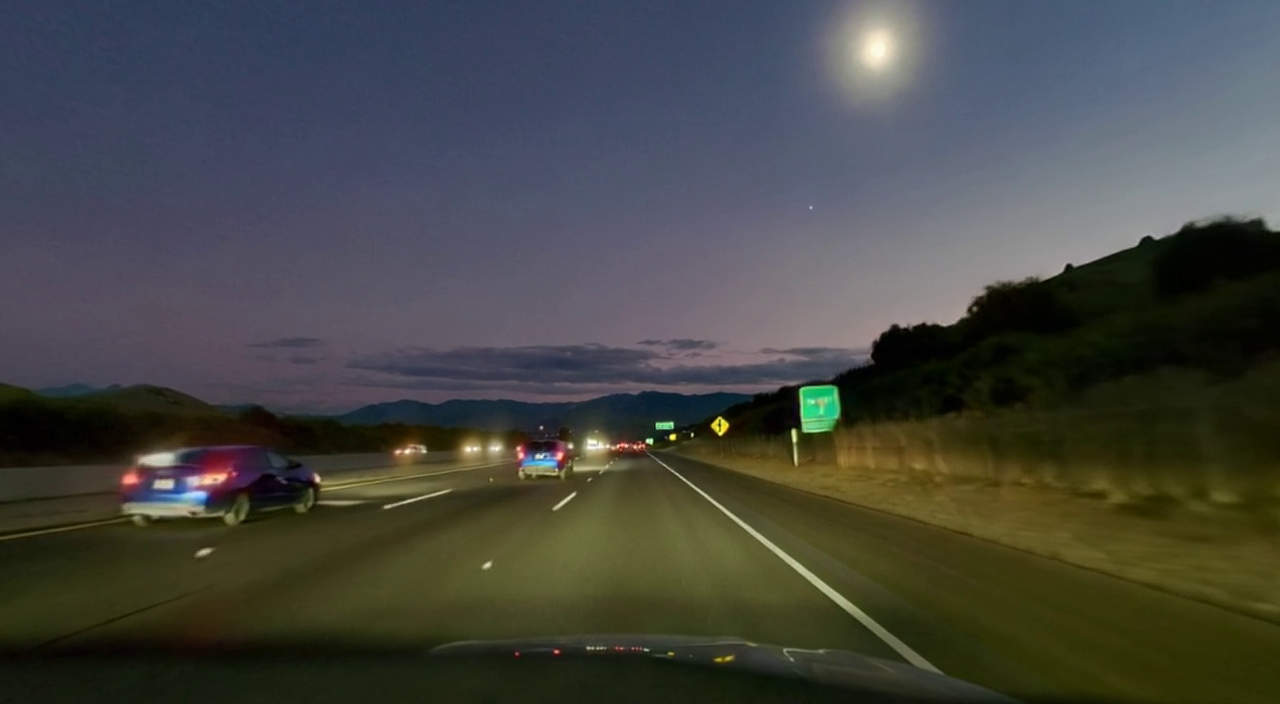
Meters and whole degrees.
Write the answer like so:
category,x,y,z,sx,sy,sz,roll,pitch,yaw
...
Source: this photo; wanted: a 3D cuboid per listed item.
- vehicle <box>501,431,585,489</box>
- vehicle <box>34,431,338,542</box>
category,x,y,z,sx,sy,sz,roll,pitch,yaw
vehicle,-3.153,3.623,21.511,2.029,1.753,4.718,0,-8,1
vehicle,-7.352,2.194,11.021,1.930,1.508,4.567,0,-8,0
